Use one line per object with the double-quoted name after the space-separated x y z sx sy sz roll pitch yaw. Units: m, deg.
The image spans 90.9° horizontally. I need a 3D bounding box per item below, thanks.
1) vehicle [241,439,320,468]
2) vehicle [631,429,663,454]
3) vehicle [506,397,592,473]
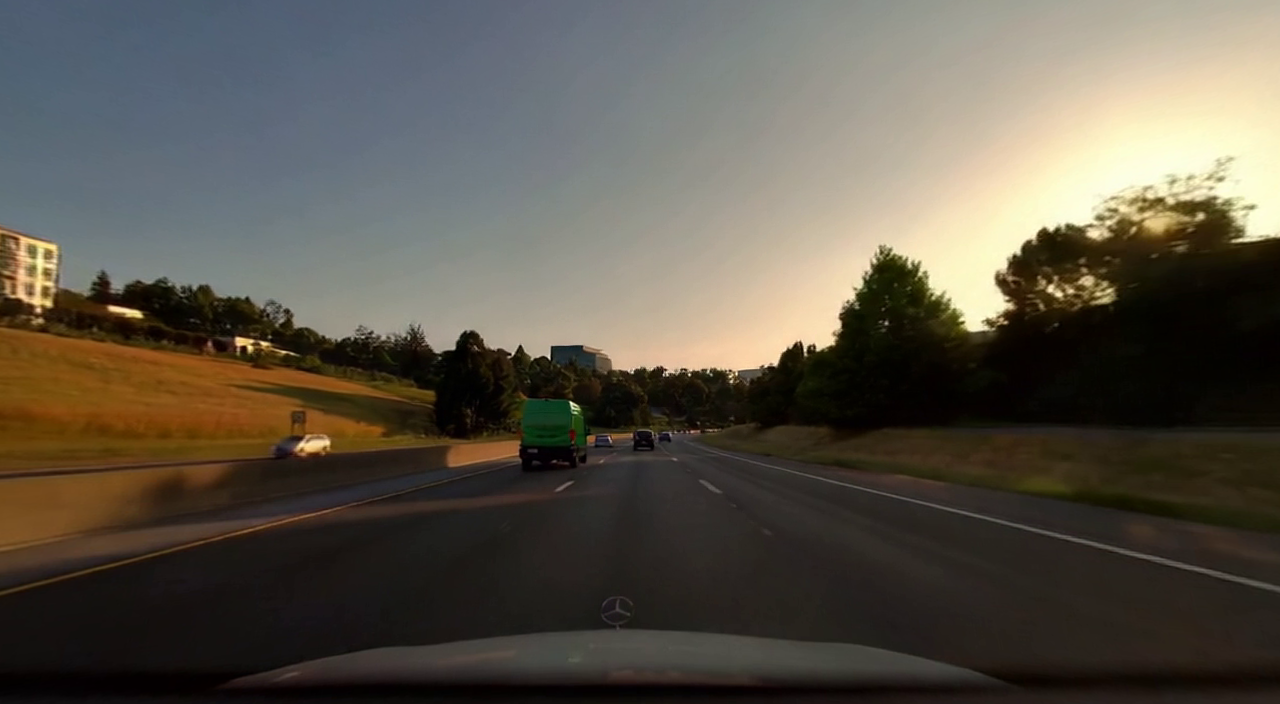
-20.115 5.676 35.465 1.815 1.465 4.477 0 -8 0 "vehicle"
0.468 6.355 44.704 2.104 1.646 4.176 0 -8 0 "vehicle"
-3.311 3.210 24.359 2.424 2.577 5.828 0 -8 0 "vehicle"
